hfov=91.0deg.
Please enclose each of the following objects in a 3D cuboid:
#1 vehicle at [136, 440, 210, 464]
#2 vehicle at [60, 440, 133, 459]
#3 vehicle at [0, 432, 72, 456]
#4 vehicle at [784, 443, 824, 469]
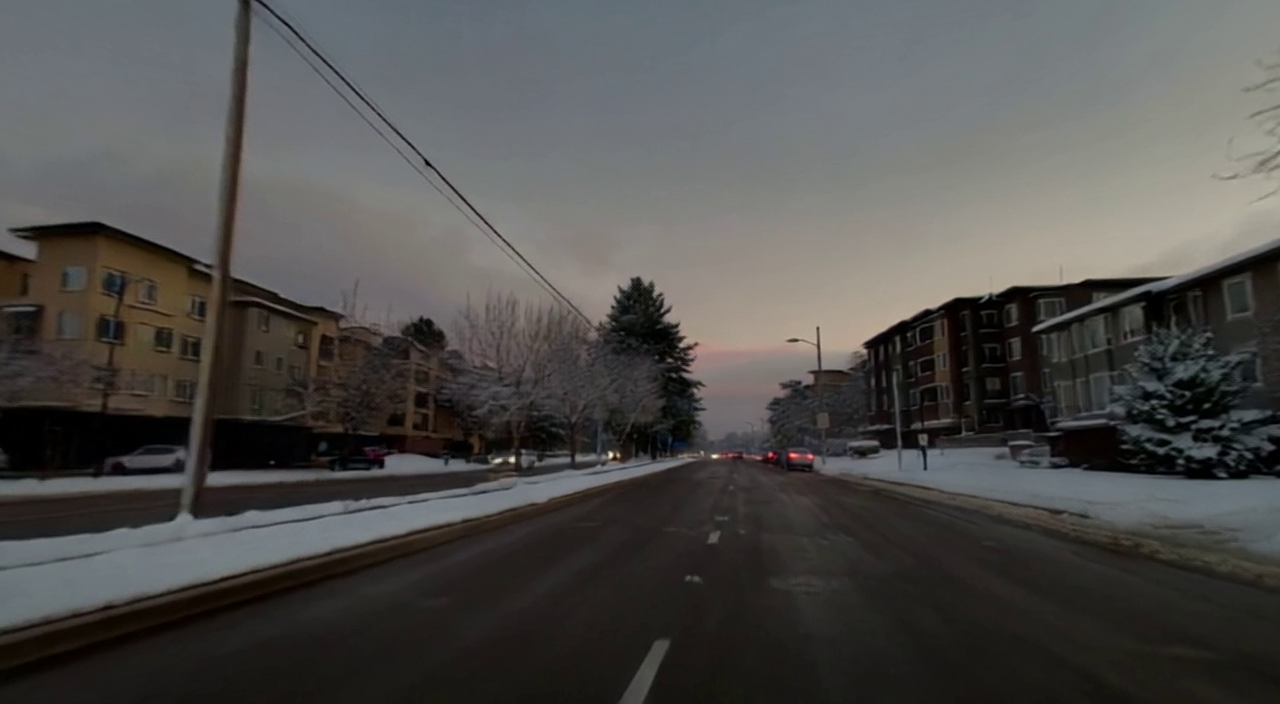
[{"bbox_3d":[-34.765,7.451,46.841,4.334,1.686,1.925,-2,-9,13],"label":"vehicle"},{"bbox_3d":[-41.807,7.513,48.416,4.394,1.451,1.861,-2,-9,12],"label":"vehicle"},{"bbox_3d":[-48.085,7.306,49.817,4.744,1.812,2.018,-2,-9,12],"label":"vehicle"},{"bbox_3d":[12.644,8.064,48.861,2.241,1.877,4.810,-1,-9,6],"label":"vehicle"}]
